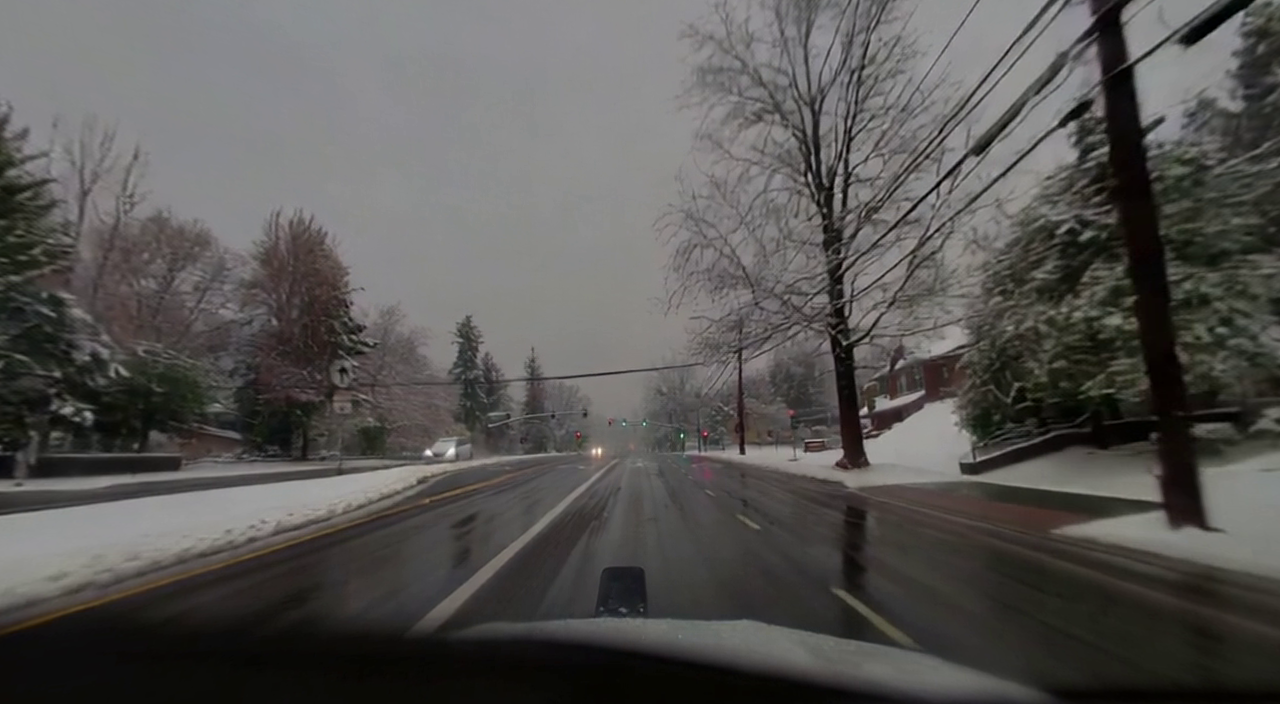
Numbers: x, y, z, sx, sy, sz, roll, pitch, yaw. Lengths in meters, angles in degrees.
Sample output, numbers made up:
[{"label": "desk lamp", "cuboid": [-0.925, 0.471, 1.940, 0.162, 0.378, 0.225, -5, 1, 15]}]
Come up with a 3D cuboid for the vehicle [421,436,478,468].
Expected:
[{"label": "vehicle", "cuboid": [-11.668, 6.169, 38.806, 2.045, 1.847, 4.674, 0, -8, 0]}]
